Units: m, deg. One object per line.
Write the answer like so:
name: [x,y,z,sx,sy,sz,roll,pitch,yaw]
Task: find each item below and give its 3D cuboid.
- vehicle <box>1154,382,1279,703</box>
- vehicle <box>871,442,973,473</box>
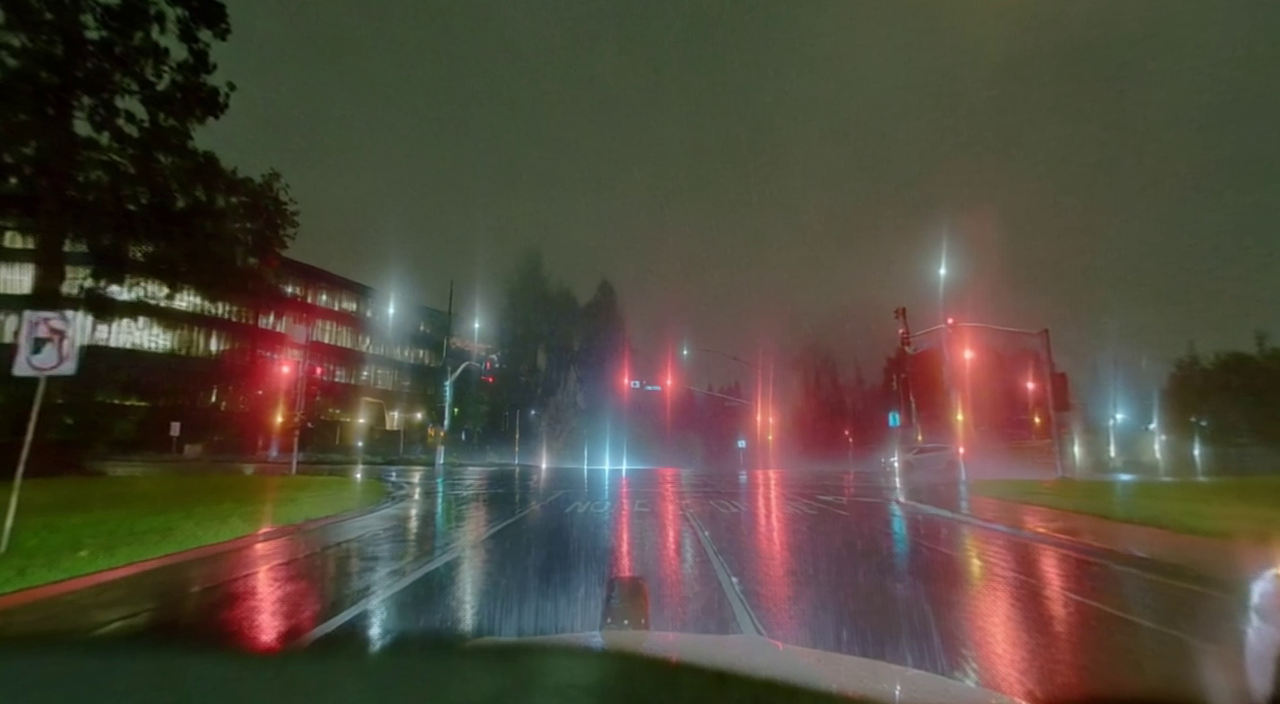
vehicle: [3.212,0.606,0.231,2.036,1.583,4.911,-1,-8,2]
vehicle: [15.806,5.929,35.524,4.715,1.671,2.030,0,-8,0]
